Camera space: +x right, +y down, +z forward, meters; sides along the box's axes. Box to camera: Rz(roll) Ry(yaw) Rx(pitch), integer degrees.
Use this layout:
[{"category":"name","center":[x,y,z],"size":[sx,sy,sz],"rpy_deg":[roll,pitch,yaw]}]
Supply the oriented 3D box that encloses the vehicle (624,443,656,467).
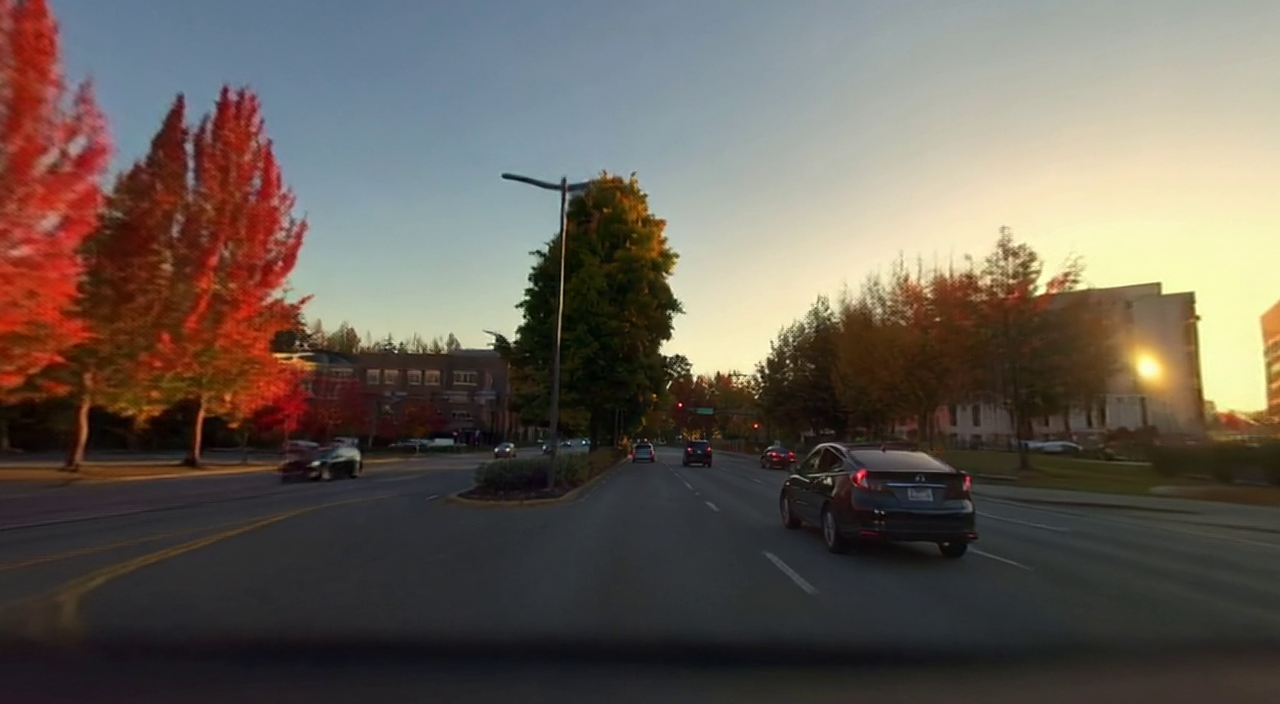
[{"category":"vehicle","center":[0.001,6.837,42.033],"size":[1.991,1.477,3.814],"rpy_deg":[-1,-8,0]}]

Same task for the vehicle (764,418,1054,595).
[{"category":"vehicle","center":[2.930,1.749,7.956],"size":[1.901,1.634,3.896],"rpy_deg":[1,-8,0]}]

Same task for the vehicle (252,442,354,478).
[{"category":"vehicle","center":[-14.969,4.816,28.340],"size":[1.978,1.443,4.678],"rpy_deg":[-1,-9,0]}]

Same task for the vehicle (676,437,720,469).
[{"category":"vehicle","center":[3.464,6.166,38.636],"size":[2.154,1.844,4.634],"rpy_deg":[-1,-8,-1]}]
